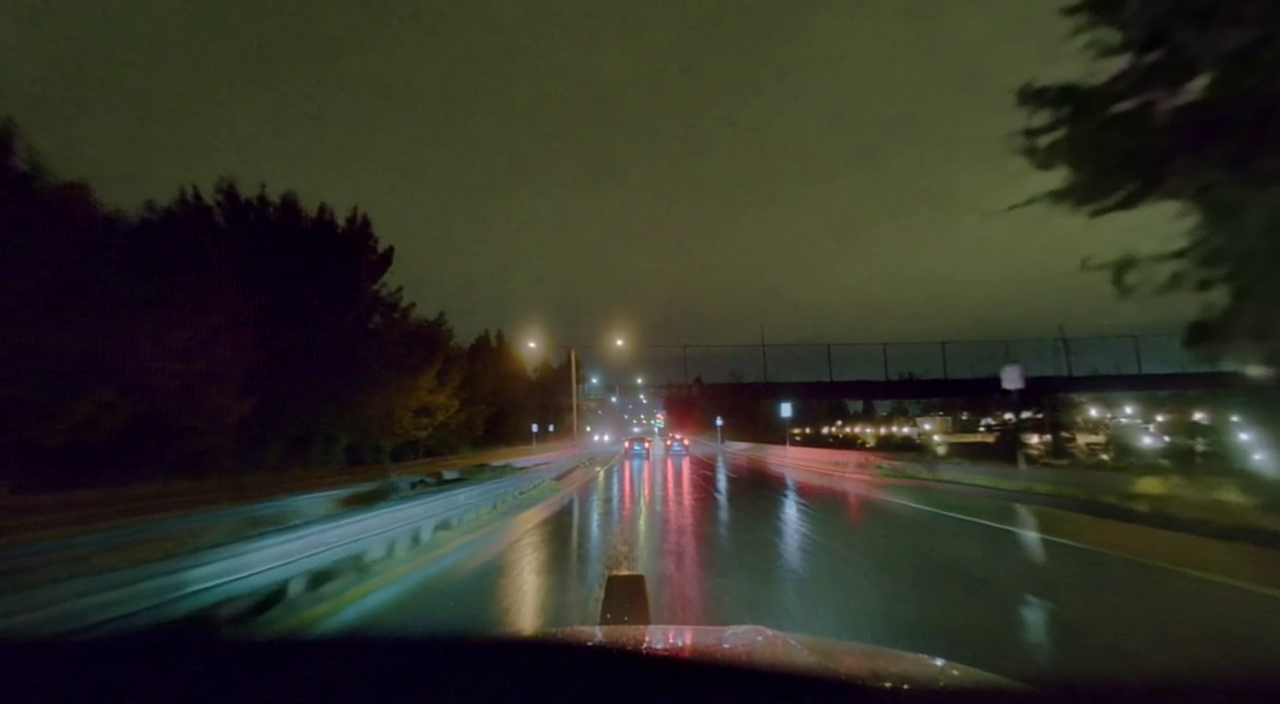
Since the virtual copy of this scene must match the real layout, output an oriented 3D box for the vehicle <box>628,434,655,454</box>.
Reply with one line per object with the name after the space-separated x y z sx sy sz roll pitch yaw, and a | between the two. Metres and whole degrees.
0.117 7.228 49.509 2.039 1.462 4.203 0 -8 0 | vehicle
